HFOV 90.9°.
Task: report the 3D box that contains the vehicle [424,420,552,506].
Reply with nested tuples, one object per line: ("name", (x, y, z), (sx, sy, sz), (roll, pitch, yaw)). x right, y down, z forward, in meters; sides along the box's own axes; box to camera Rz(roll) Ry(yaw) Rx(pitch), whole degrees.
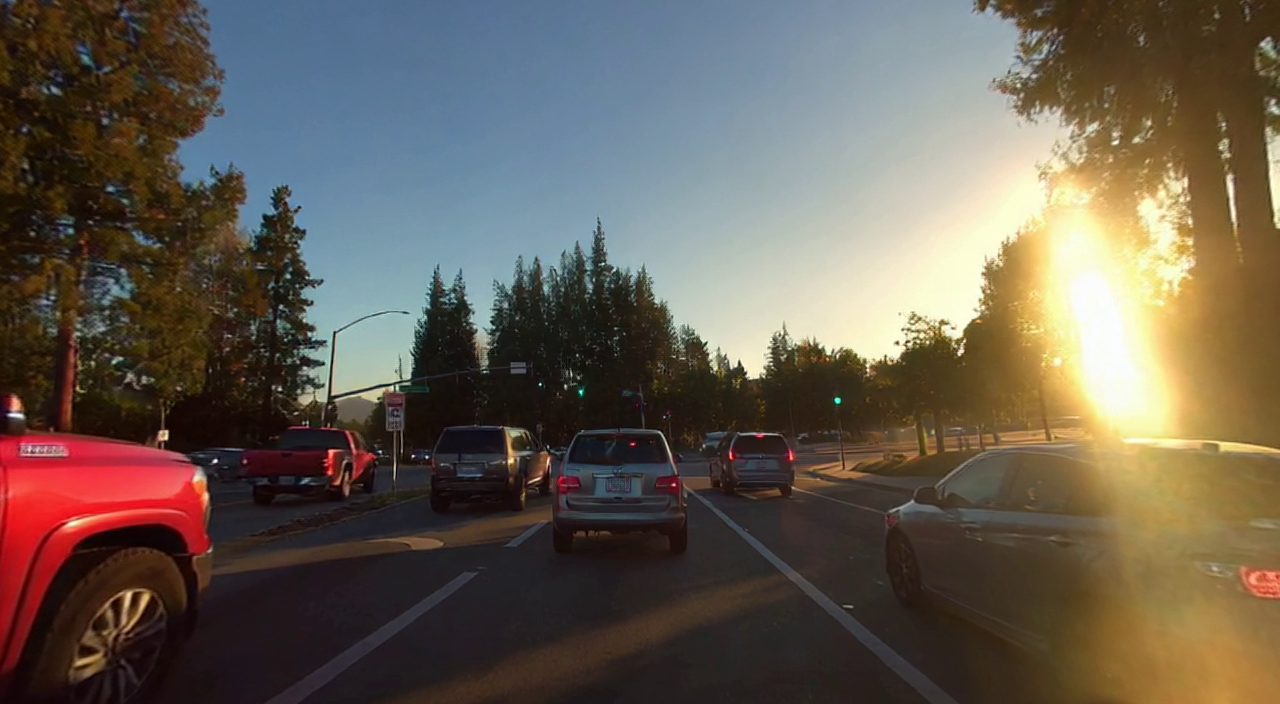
("vehicle", (-3.651, 2.765, 16.090), (2.089, 1.857, 4.488), (0, -8, 1))

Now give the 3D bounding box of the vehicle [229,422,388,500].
("vehicle", (-8.414, 2.807, 16.658), (2.385, 1.687, 5.025), (2, -9, -12))

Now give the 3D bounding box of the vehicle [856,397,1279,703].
("vehicle", (3.017, 1.121, 3.626), (1.874, 1.477, 4.698), (0, -8, 0))

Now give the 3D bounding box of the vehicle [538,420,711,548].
("vehicle", (-0.210, 1.958, 9.937), (2.194, 1.607, 3.690), (0, -8, 0))

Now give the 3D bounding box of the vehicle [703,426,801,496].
("vehicle", (3.204, 3.225, 19.065), (2.102, 1.841, 4.587), (0, -8, 0))

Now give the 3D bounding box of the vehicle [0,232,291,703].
("vehicle", (-3.453, 0.441, 0.846), (2.656, 2.021, 5.800), (0, -8, 0))
